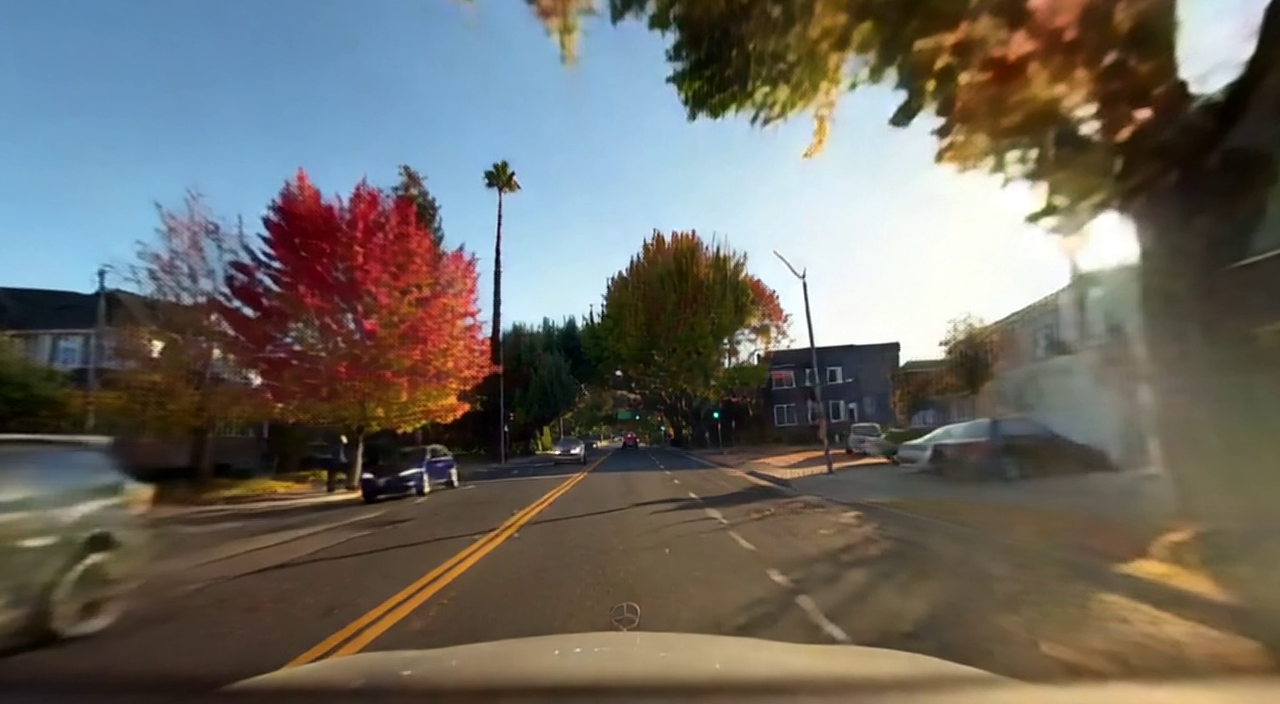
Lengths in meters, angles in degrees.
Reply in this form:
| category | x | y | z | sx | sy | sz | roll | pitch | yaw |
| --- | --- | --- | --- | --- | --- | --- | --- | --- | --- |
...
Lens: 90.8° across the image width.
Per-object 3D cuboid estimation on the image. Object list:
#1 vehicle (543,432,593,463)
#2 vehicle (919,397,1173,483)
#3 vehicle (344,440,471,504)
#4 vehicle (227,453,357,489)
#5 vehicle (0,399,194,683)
| category | x | y | z | sx | sy | sz | roll | pitch | yaw |
| --- | --- | --- | --- | --- | --- | --- | --- | --- | --- |
| vehicle | -4.114 | 5.582 | 36.949 | 2.356 | 1.702 | 4.700 | -1 | -8 | 0 |
| vehicle | 9.264 | 2.083 | 14.810 | 4.385 | 1.612 | 2.070 | -4 | -9 | 5 |
| vehicle | -6.212 | 3.214 | 17.488 | 1.968 | 1.483 | 4.279 | 0 | -8 | -2 |
| vehicle | -15.141 | 5.193 | 27.641 | 4.649 | 1.423 | 1.850 | -2 | -8 | 5 |
| vehicle | -5.103 | 1.072 | 3.220 | 2.481 | 1.714 | 4.702 | 0 | -9 | -5 |
